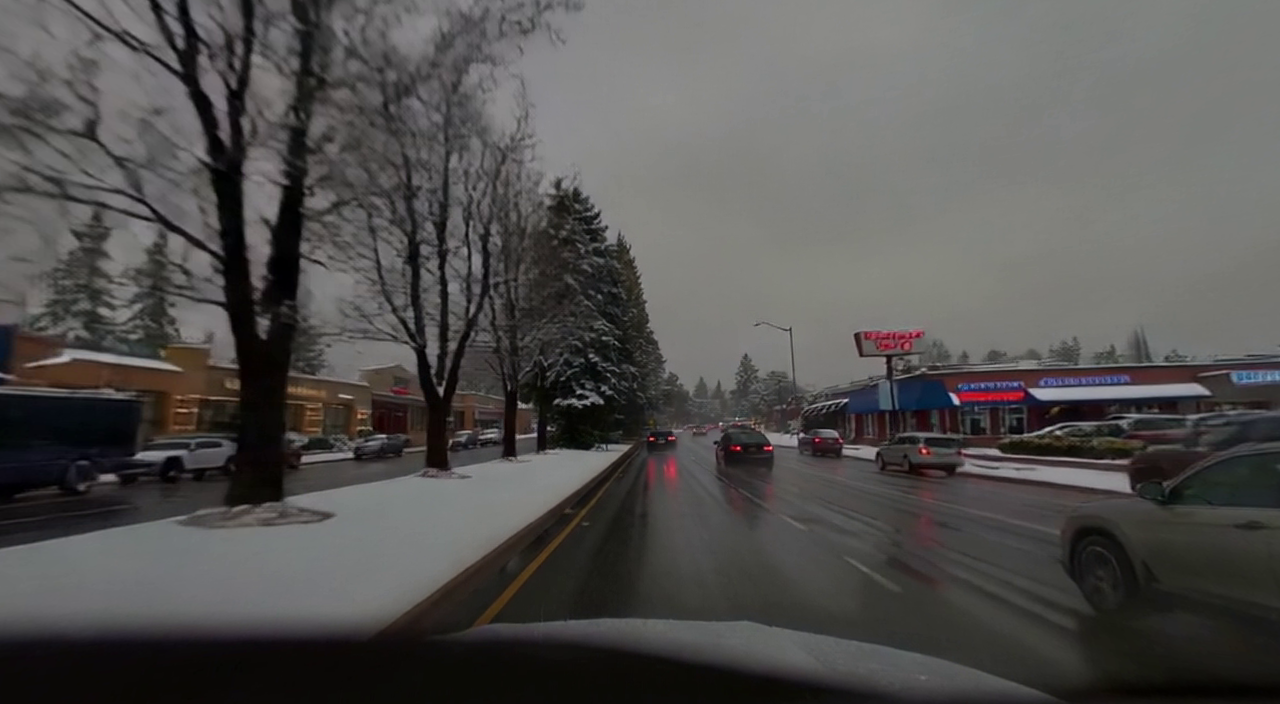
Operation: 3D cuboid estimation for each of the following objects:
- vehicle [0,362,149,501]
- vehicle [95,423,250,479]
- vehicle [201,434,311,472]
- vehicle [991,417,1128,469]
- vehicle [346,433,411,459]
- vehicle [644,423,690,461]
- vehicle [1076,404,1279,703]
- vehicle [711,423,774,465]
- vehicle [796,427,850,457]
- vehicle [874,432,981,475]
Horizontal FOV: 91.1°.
[{"bbox_3d":[-18.196,2.199,17.338,2.811,3.604,7.566,0,-8,2],"label":"vehicle"},{"bbox_3d":[-18.230,3.892,24.928,1.948,1.965,5.421,0,-8,0],"label":"vehicle"},{"bbox_3d":[-18.170,4.792,30.077,2.141,1.655,4.978,0,-8,0],"label":"vehicle"},{"bbox_3d":[16.581,3.649,25.205,2.066,1.840,4.862,1,-8,-1],"label":"vehicle"},{"bbox_3d":[-17.781,6.375,42.961,2.034,1.532,5.548,1,-7,1],"label":"vehicle"},{"bbox_3d":[1.276,4.418,30.794,2.098,1.682,3.778,0,-8,2],"label":"vehicle"},{"bbox_3d":[4.033,0.867,2.140,1.908,1.463,4.506,0,-8,1],"label":"vehicle"},{"bbox_3d":[4.432,4.076,27.840,2.115,1.692,4.189,0,-8,0],"label":"vehicle"},{"bbox_3d":[11.392,5.649,39.359,2.123,1.726,4.520,0,-8,1],"label":"vehicle"},{"bbox_3d":[11.334,4.027,25.185,2.110,1.535,4.506,1,-8,-1],"label":"vehicle"}]
